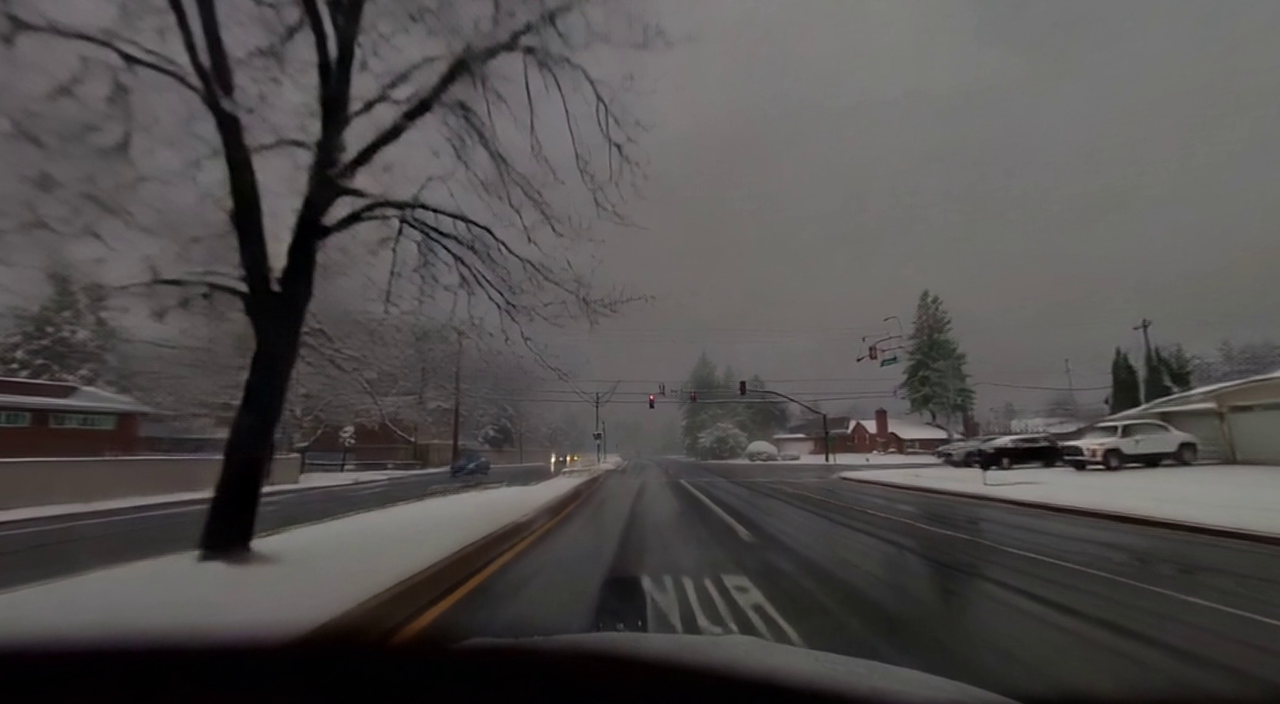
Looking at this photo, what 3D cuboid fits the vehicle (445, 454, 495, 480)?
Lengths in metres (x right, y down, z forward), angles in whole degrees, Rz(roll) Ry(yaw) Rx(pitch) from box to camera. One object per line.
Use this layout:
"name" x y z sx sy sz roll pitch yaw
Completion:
"vehicle" -12.118 8.198 45.073 2.007 1.655 4.649 -1 -8 3

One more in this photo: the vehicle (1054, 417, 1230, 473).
"vehicle" 18.046 3.368 22.721 4.611 1.920 2.043 0 -9 -3

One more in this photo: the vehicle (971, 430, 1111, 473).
"vehicle" 17.794 4.411 27.979 4.868 1.768 2.030 0 -8 -4
